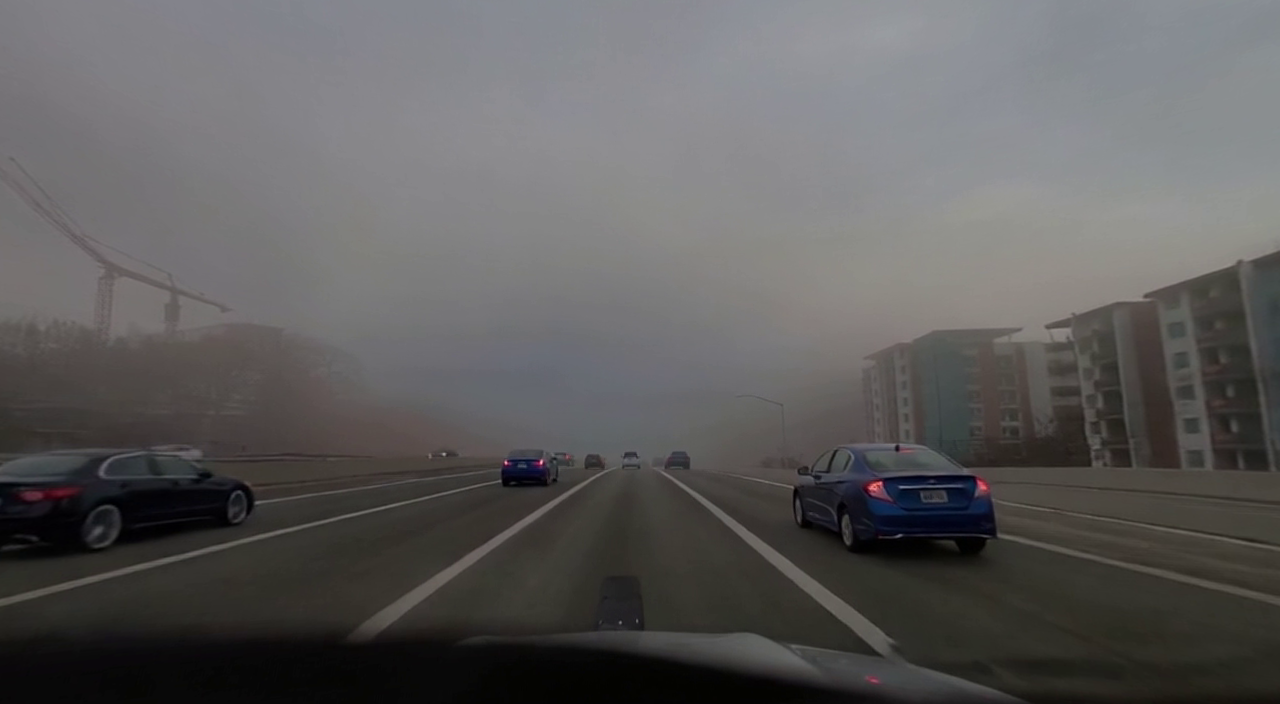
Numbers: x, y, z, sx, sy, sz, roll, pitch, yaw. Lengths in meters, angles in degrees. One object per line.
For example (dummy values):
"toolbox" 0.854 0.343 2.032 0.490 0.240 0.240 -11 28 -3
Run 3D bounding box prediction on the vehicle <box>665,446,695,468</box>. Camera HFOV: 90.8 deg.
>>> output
"vehicle" 3.093 8.272 49.788 1.978 1.602 4.092 0 -8 -2

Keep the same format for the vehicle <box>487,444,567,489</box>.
"vehicle" -4.076 4.184 23.555 2.136 1.512 4.488 0 -8 0

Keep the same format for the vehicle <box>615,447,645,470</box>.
"vehicle" -0.719 7.437 44.246 2.019 1.472 3.971 0 -8 -1

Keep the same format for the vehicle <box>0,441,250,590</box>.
"vehicle" -7.584 1.984 8.516 1.951 1.528 4.209 0 -8 0

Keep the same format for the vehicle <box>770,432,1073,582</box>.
"vehicle" 3.323 1.896 8.684 1.995 1.486 4.463 0 -8 -2
